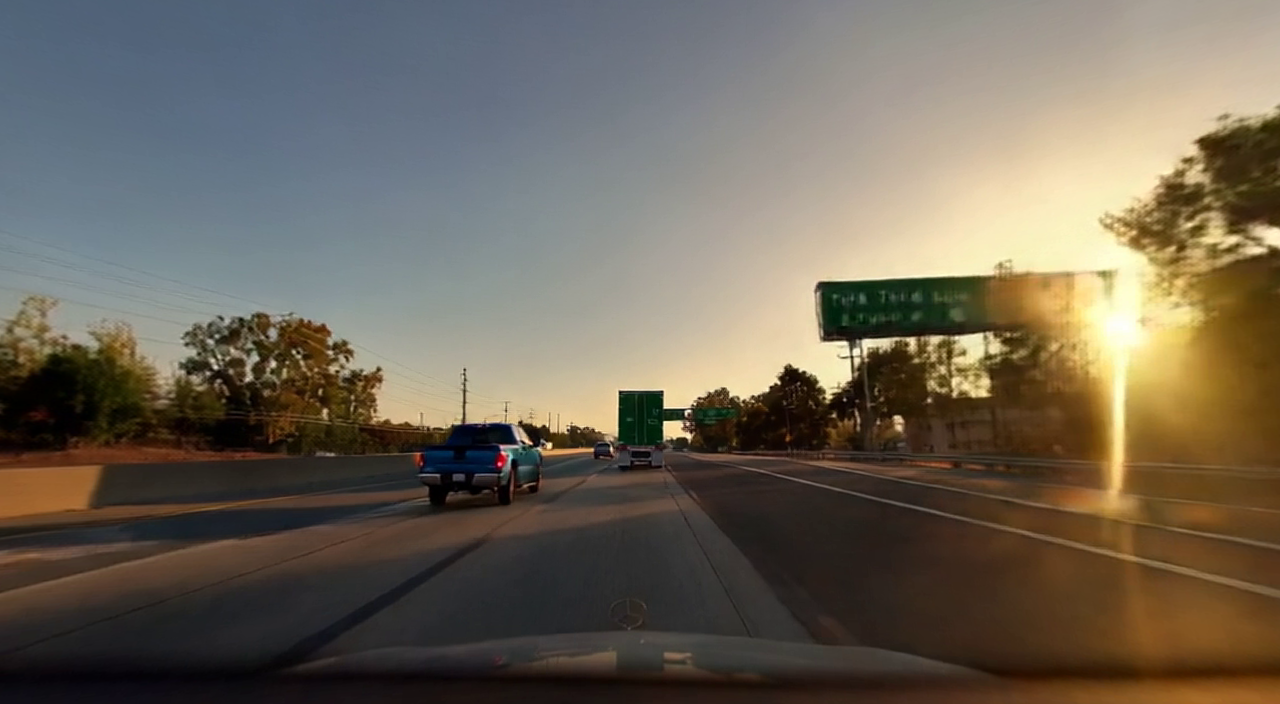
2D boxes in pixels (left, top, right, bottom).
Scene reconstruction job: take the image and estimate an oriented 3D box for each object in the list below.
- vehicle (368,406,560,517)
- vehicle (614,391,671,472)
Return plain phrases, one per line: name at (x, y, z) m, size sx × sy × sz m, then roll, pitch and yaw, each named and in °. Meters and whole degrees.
vehicle at (-3.832, 2.600, 15.577) m, size 2.749 × 2.141 × 6.515 m, roll 0°, pitch -8°, yaw 1°
vehicle at (0.204, 4.943, 38.368) m, size 2.879 × 4.085 × 13.125 m, roll 0°, pitch -8°, yaw 1°
